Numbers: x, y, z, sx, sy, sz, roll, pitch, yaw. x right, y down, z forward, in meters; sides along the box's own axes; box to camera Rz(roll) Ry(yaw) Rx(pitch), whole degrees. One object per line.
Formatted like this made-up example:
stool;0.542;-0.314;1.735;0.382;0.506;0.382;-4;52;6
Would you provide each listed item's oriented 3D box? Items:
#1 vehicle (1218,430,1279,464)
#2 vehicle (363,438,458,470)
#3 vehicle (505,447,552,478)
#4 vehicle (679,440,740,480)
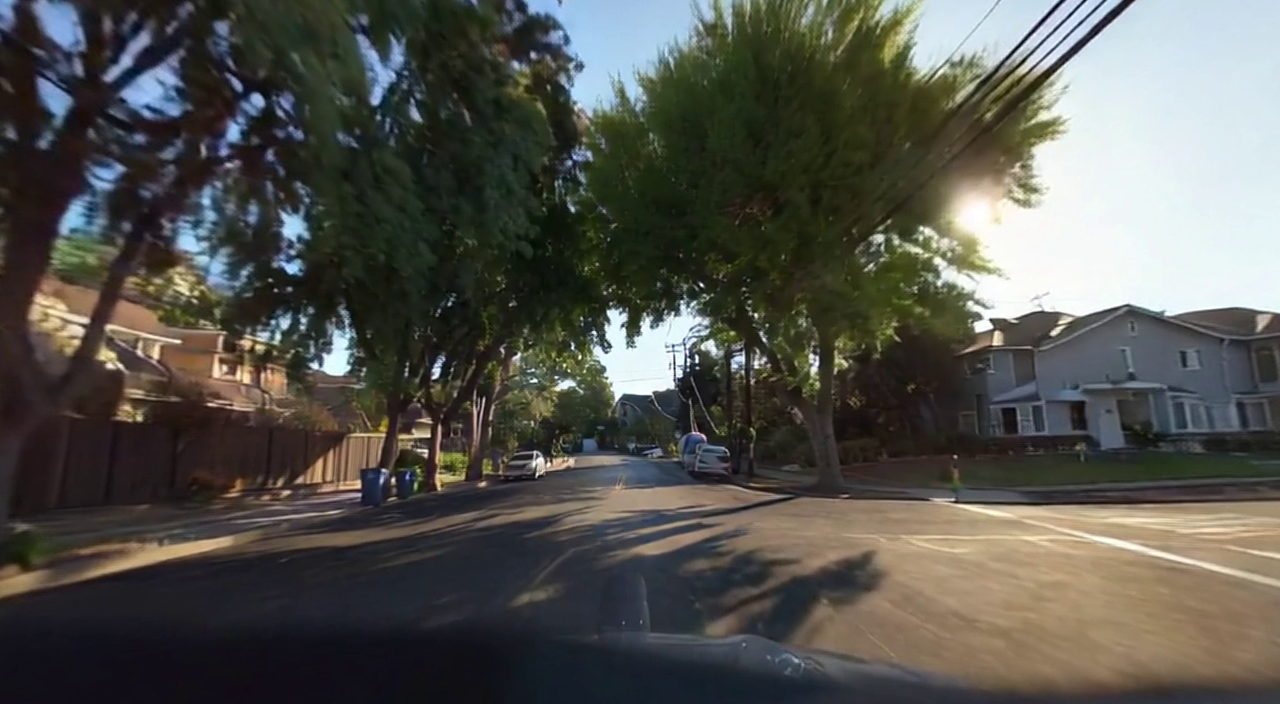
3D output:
vehicle;30.005;4.452;29.469;1.700;1.556;3.732;3;-9;-18
vehicle;-13.781;6.185;38.042;5.019;1.867;2.006;1;-9;-8
vehicle;-5.948;5.925;34.023;1.947;1.557;3.900;0;-8;-2
vehicle;3.178;5.032;29.527;2.140;1.749;4.369;1;-9;-3
